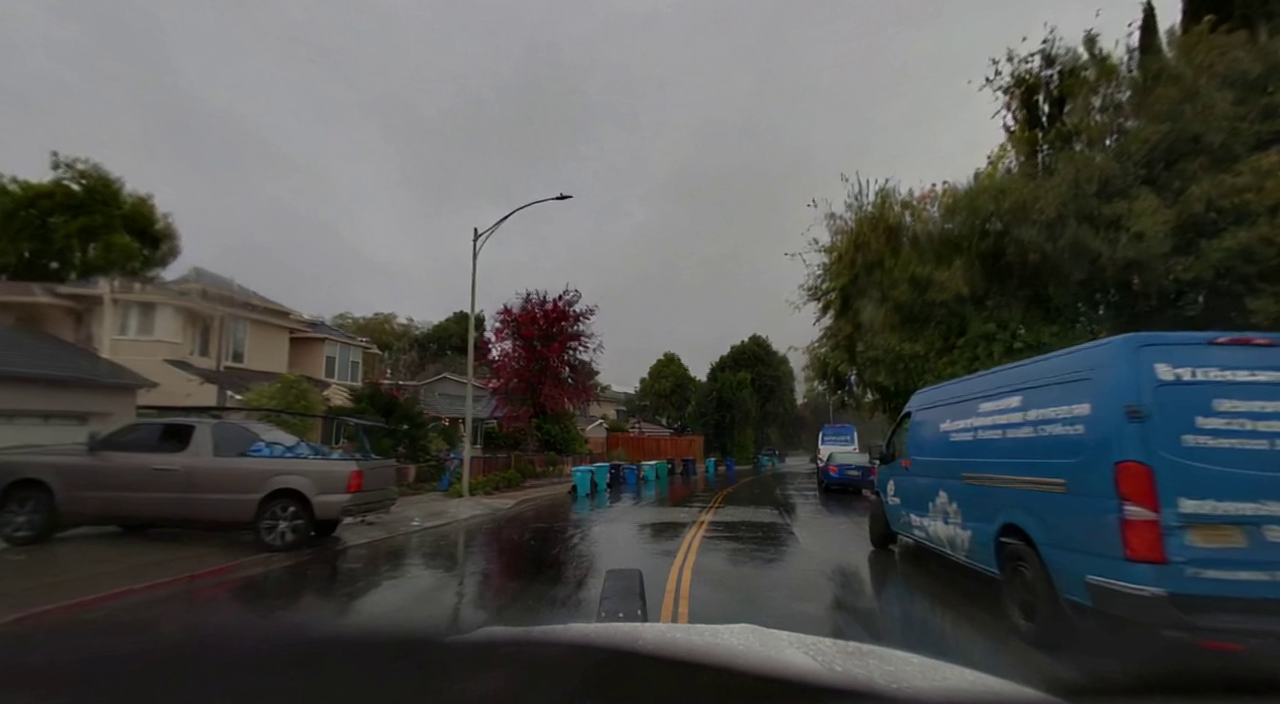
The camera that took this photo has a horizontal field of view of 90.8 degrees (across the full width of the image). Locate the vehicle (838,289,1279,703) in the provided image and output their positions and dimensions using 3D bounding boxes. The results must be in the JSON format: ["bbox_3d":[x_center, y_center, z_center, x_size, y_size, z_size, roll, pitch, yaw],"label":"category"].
[{"bbox_3d":[3.805,1.206,5.338,2.748,2.031,6.288,-1,-9,5],"label":"vehicle"}]

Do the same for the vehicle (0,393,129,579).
[{"bbox_3d":[-7.973,1.307,6.242,4.021,1.717,2.083,0,-9,2],"label":"vehicle"}]

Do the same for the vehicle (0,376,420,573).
[{"bbox_3d":[-6.728,1.519,8.744,6.291,2.113,2.673,1,-7,5],"label":"vehicle"}]
